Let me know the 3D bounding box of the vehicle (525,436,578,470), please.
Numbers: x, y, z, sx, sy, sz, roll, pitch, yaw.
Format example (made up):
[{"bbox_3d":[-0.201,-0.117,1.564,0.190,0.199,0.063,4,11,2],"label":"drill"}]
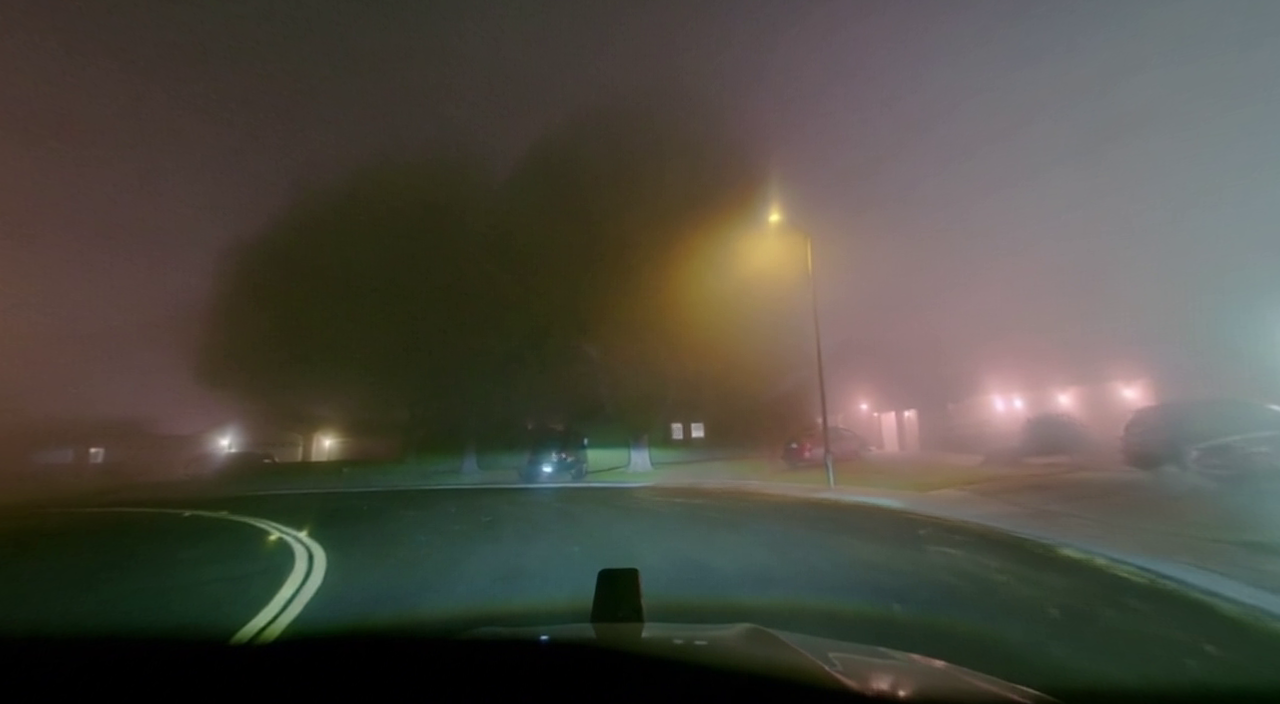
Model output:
[{"bbox_3d":[-4.414,5.084,32.130,1.819,1.442,4.329,-1,-6,3],"label":"vehicle"}]

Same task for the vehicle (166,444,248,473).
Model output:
[{"bbox_3d":[-25.988,6.361,38.067,2.042,1.633,4.132,0,-8,-1],"label":"vehicle"}]

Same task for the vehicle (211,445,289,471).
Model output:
[{"bbox_3d":[-23.344,6.325,38.022,1.933,1.477,4.361,0,-8,0],"label":"vehicle"}]

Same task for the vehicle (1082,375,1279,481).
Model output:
[{"bbox_3d":[12.302,1.509,13.257,4.291,1.648,2.128,-7,-6,1],"label":"vehicle"}]

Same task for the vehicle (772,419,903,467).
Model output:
[{"bbox_3d":[7.840,3.553,25.013,4.799,1.451,2.144,-1,-7,-30],"label":"vehicle"}]
